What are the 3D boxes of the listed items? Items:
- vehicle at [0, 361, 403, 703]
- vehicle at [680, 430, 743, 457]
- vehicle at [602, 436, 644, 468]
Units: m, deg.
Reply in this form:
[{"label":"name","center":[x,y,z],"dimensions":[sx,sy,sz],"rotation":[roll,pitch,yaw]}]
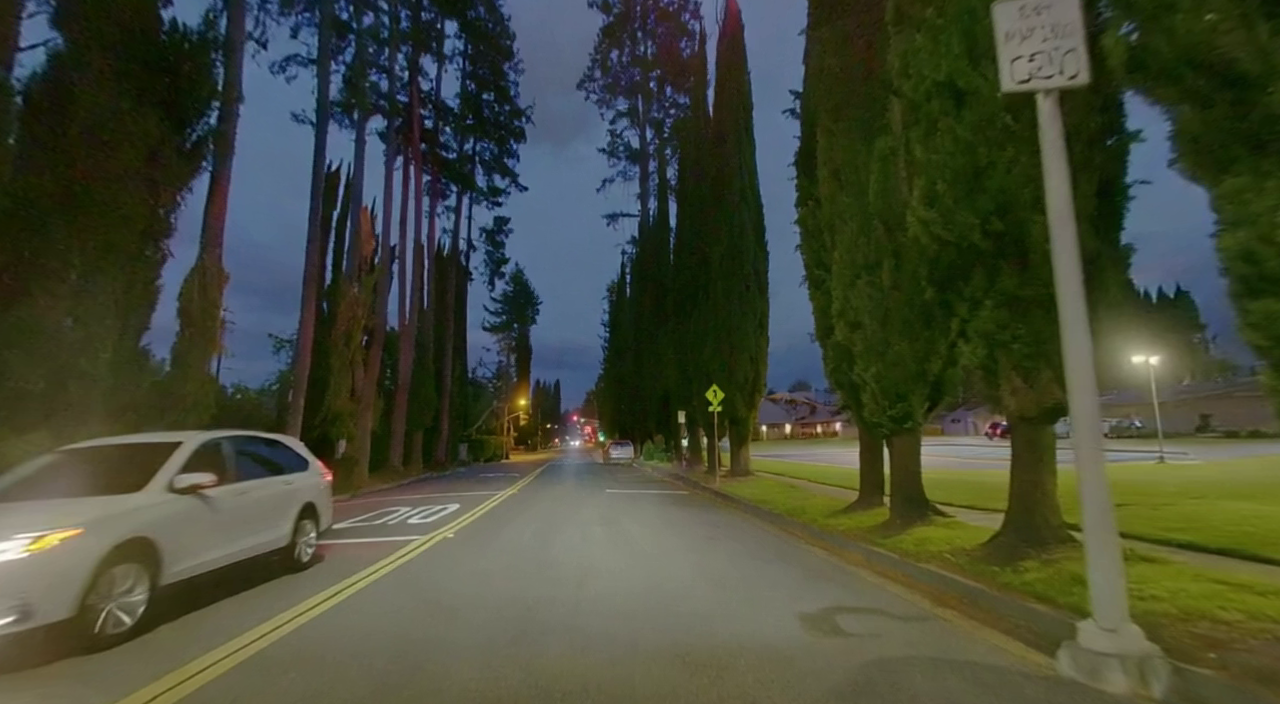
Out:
[{"label":"vehicle","center":[-4.153,1.308,5.763],"dimensions":[2.153,1.799,5.026],"rotation":[0,-8,-2]},{"label":"vehicle","center":[5.393,6.795,47.281],"dimensions":[4.390,1.696,1.954],"rotation":[1,-8,-36]},{"label":"vehicle","center":[-1.084,5.963,37.784],"dimensions":[2.204,1.776,4.262],"rotation":[1,-8,-6]}]
